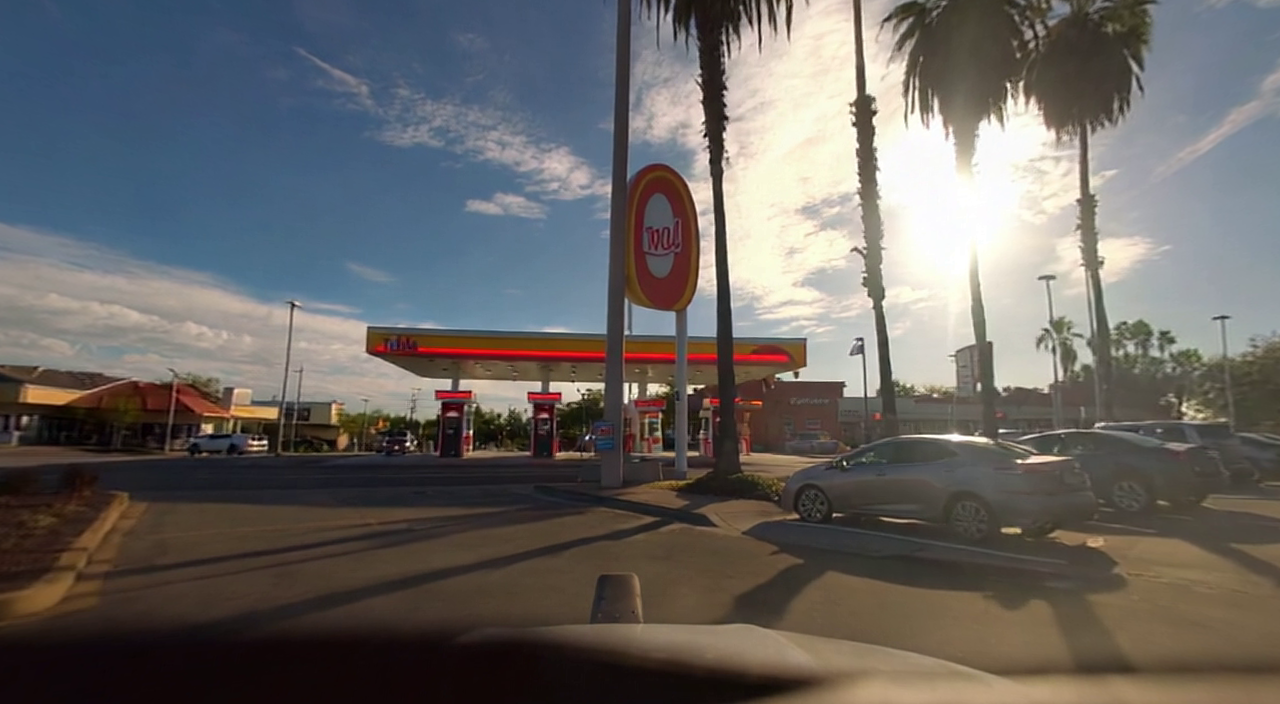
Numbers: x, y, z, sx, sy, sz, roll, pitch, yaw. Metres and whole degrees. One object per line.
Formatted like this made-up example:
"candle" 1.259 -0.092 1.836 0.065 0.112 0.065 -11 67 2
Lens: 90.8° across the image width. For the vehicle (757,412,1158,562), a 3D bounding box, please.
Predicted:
"vehicle" 3.959 1.720 8.816 1.937 1.490 4.564 5 -10 -33
